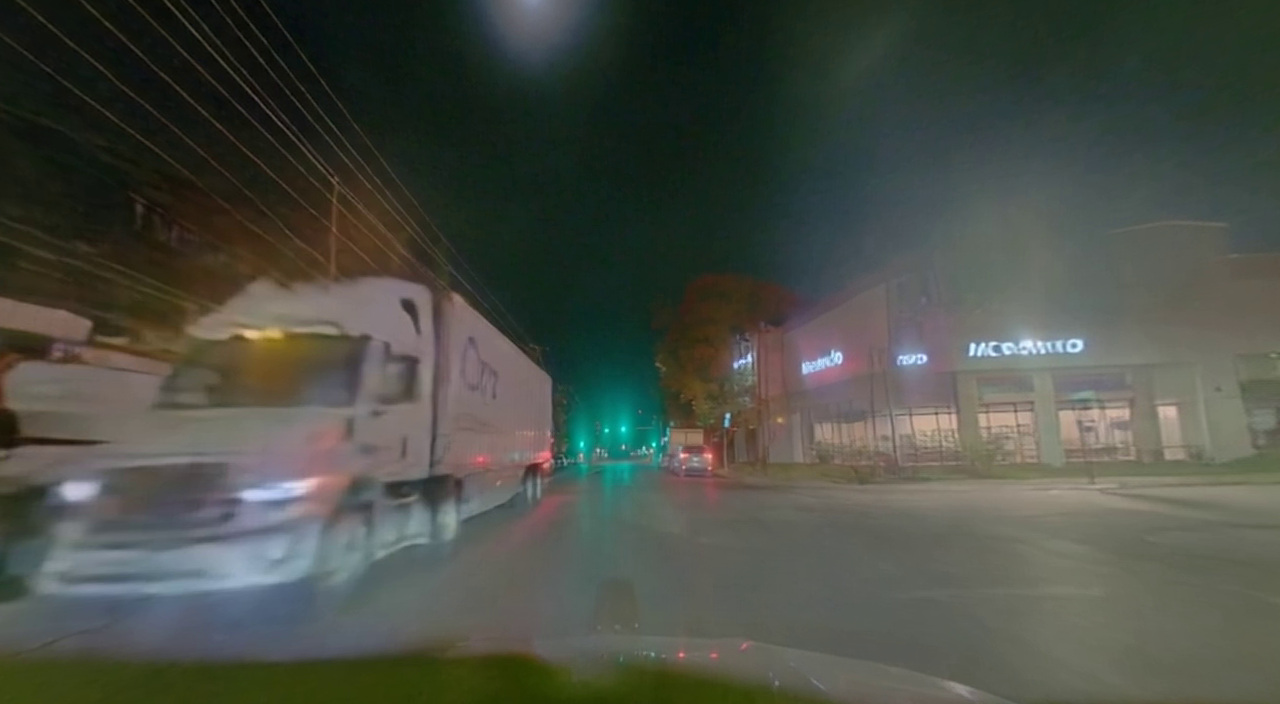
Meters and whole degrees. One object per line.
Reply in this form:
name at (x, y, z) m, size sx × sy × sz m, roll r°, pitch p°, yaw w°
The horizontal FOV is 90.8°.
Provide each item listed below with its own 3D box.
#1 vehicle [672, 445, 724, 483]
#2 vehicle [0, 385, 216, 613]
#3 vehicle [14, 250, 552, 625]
vehicle at (2.929, 5.797, 33.020) m, size 2.097 × 1.784 × 4.915 m, roll 0°, pitch -9°, yaw -2°
vehicle at (-8.054, 1.469, 6.139) m, size 2.737 × 2.345 × 7.210 m, roll 0°, pitch -9°, yaw 1°
vehicle at (-3.912, 1.598, 11.634) m, size 2.994 × 3.308 × 12.131 m, roll 0°, pitch -9°, yaw -1°
